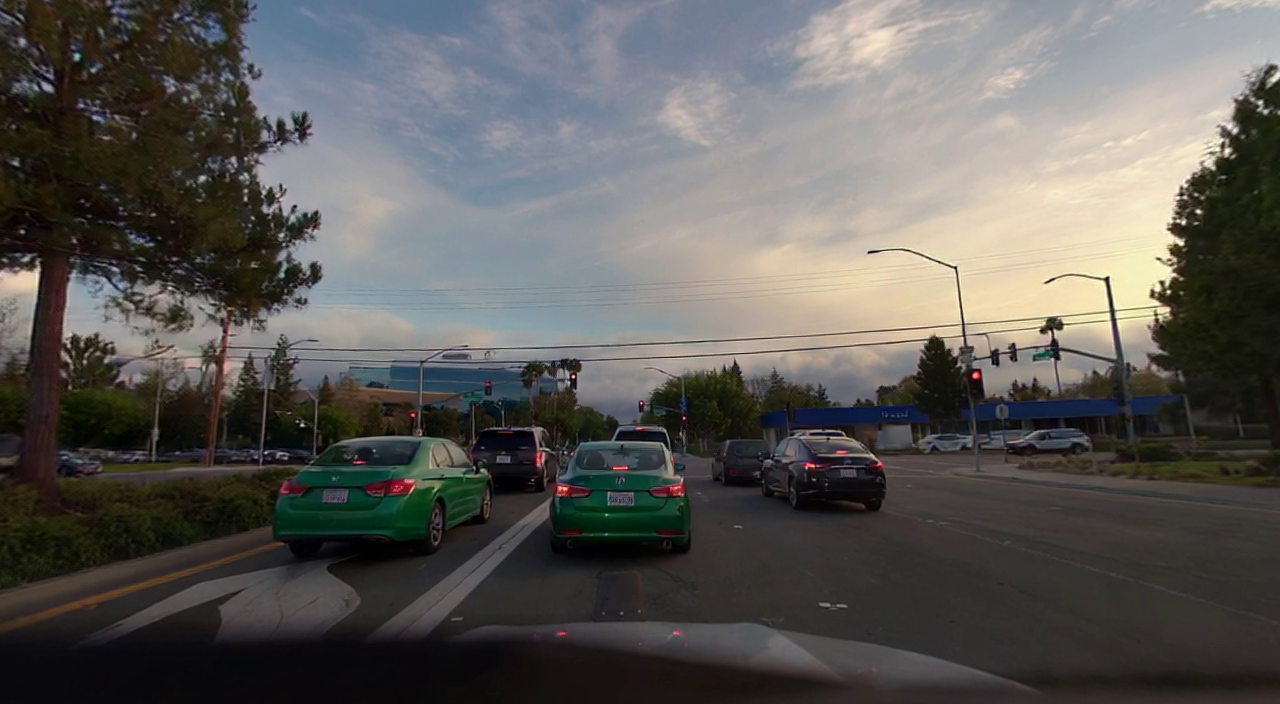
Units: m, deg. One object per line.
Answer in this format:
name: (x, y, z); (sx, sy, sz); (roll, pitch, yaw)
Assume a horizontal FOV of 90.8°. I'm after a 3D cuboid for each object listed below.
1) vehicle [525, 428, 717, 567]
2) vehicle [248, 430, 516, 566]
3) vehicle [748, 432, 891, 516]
vehicle: (-0.214, 1.834, 8.708); (2.041, 1.450, 3.847); (0, -8, 0)
vehicle: (-3.208, 1.884, 8.944); (1.917, 1.441, 4.128); (-1, -8, 2)
vehicle: (3.541, 2.466, 13.275); (1.880, 1.476, 3.932); (0, -8, 1)
